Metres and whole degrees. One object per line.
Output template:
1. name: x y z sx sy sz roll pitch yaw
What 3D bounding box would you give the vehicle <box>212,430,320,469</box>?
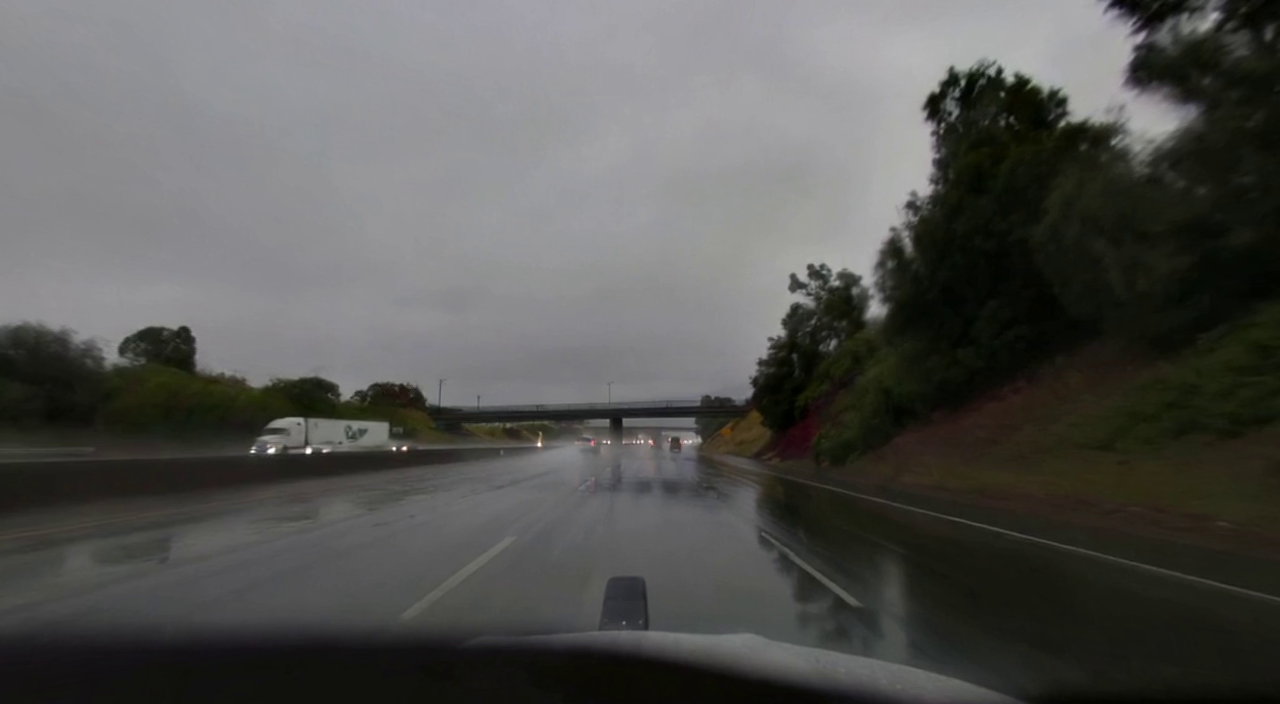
1. vehicle: -24.153 6.352 41.226 2.639 2.330 7.053 0 -9 1
